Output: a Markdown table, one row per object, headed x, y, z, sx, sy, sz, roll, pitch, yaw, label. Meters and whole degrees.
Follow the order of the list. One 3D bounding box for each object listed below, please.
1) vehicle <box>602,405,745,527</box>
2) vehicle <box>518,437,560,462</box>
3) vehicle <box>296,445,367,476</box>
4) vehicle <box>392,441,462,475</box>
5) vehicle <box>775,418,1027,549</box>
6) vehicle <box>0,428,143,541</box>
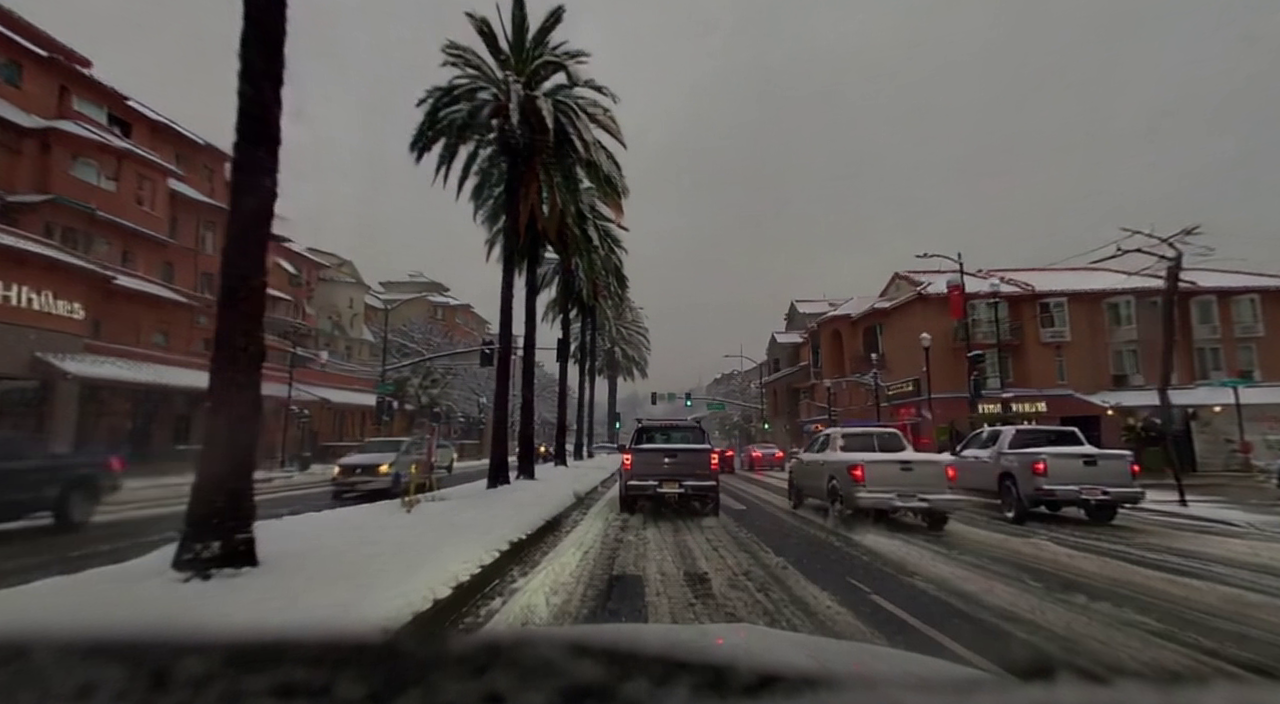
| x | y | z | sx | sy | sz | roll | pitch | yaw | label |
| --- | --- | --- | --- | --- | --- | --- | --- | --- | --- |
| 0.631 | 2.410 | 13.848 | 2.487 | 2.115 | 5.444 | 0 | -9 | 1 | vehicle |
| -7.387 | 7.171 | 46.537 | 2.050 | 1.725 | 4.677 | -1 | -9 | 3 | vehicle |
| -18.467 | 6.490 | 37.984 | 1.972 | 1.694 | 4.466 | 0 | -9 | 1 | vehicle |
| -11.473 | 5.720 | 34.251 | 2.134 | 1.699 | 4.342 | -1 | -9 | 2 | vehicle |
| 4.050 | 2.149 | 11.024 | 2.283 | 1.738 | 4.916 | 0 | -9 | 0 | vehicle |
| -11.626 | 2.236 | 10.727 | 2.272 | 1.837 | 4.892 | 0 | -9 | 1 | vehicle |
